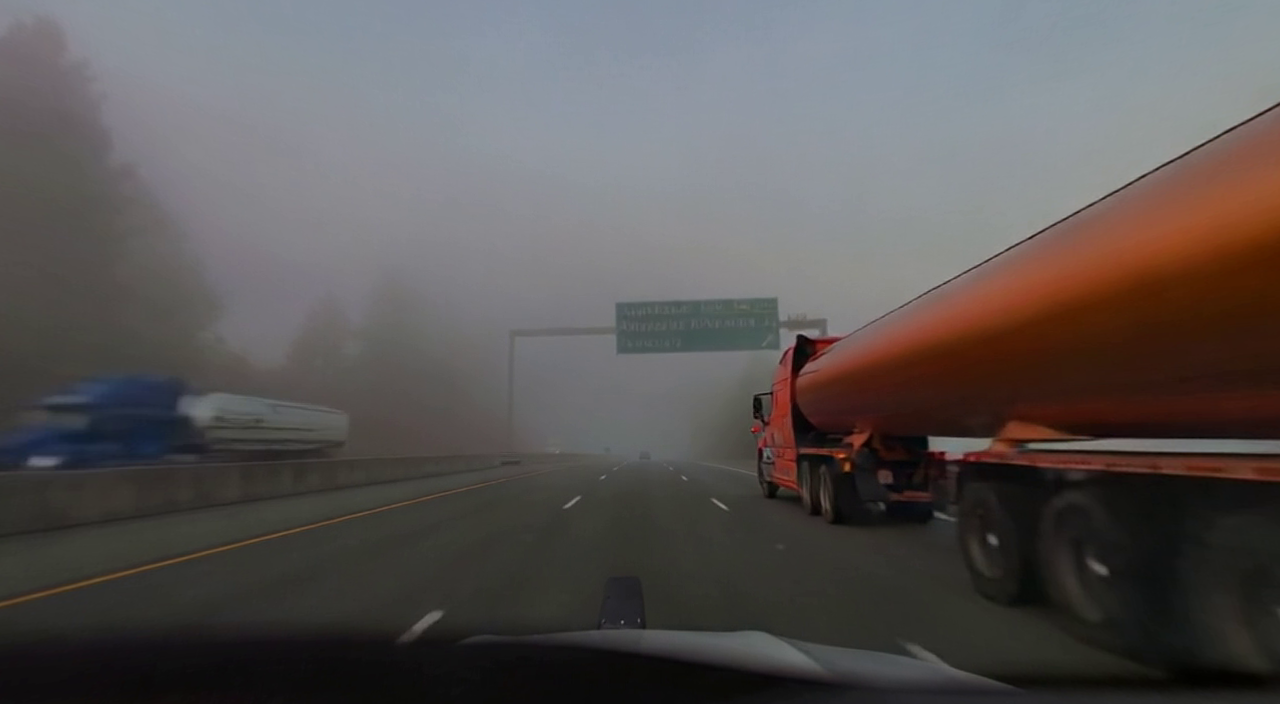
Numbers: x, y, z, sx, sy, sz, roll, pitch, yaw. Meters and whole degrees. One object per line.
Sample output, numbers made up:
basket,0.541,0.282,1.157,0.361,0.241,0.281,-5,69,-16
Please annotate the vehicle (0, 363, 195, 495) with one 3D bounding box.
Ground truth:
vehicle,-19.007,2.715,21.553,2.983,3.887,5.918,0,-9,0

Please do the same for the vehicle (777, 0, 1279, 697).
vehicle,4.353,0.012,6.118,2.784,4.080,13.516,-2,-9,-1
